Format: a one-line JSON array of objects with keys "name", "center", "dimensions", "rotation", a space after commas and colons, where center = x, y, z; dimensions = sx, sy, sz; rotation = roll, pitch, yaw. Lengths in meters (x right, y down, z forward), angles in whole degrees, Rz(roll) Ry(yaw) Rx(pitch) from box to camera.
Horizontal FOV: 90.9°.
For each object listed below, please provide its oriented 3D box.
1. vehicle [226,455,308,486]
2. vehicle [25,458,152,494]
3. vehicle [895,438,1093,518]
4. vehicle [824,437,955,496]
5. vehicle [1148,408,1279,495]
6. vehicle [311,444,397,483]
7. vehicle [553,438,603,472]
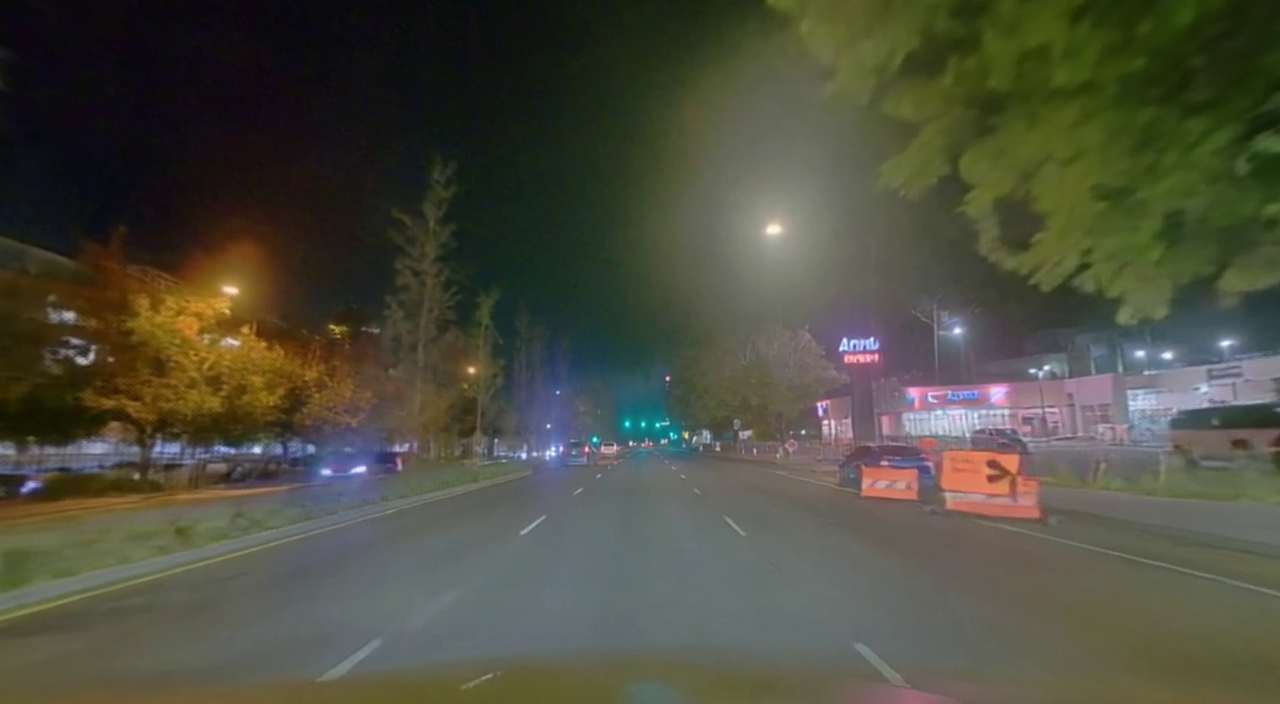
[{"name": "vehicle", "center": [-22.063, 7.013, 37.514], "dimensions": [1.955, 1.447, 4.911], "rotation": [-5, -8, 0]}, {"name": "vehicle", "center": [-29.683, 6.633, 34.094], "dimensions": [4.947, 1.683, 1.968], "rotation": [7, -11, -41]}, {"name": "vehicle", "center": [7.301, 2.585, 13.617], "dimensions": [1.799, 1.399, 4.317], "rotation": [-1, -8, 1]}, {"name": "vehicle", "center": [7.096, 3.270, 18.506], "dimensions": [1.953, 1.479, 4.524], "rotation": [0, -8, 0]}, {"name": "vehicle", "center": [13.378, 2.043, 13.023], "dimensions": [1.916, 1.683, 4.516], "rotation": [0, -8, 0]}, {"name": "vehicle", "center": [-12.170, 4.733, 27.080], "dimensions": [1.797, 1.510, 3.919], "rotation": [0, -8, 1]}, {"name": "vehicle", "center": [-2.841, 4.814, 29.653], "dimensions": [1.926, 1.442, 4.231], "rotation": [0, -8, 0]}]
